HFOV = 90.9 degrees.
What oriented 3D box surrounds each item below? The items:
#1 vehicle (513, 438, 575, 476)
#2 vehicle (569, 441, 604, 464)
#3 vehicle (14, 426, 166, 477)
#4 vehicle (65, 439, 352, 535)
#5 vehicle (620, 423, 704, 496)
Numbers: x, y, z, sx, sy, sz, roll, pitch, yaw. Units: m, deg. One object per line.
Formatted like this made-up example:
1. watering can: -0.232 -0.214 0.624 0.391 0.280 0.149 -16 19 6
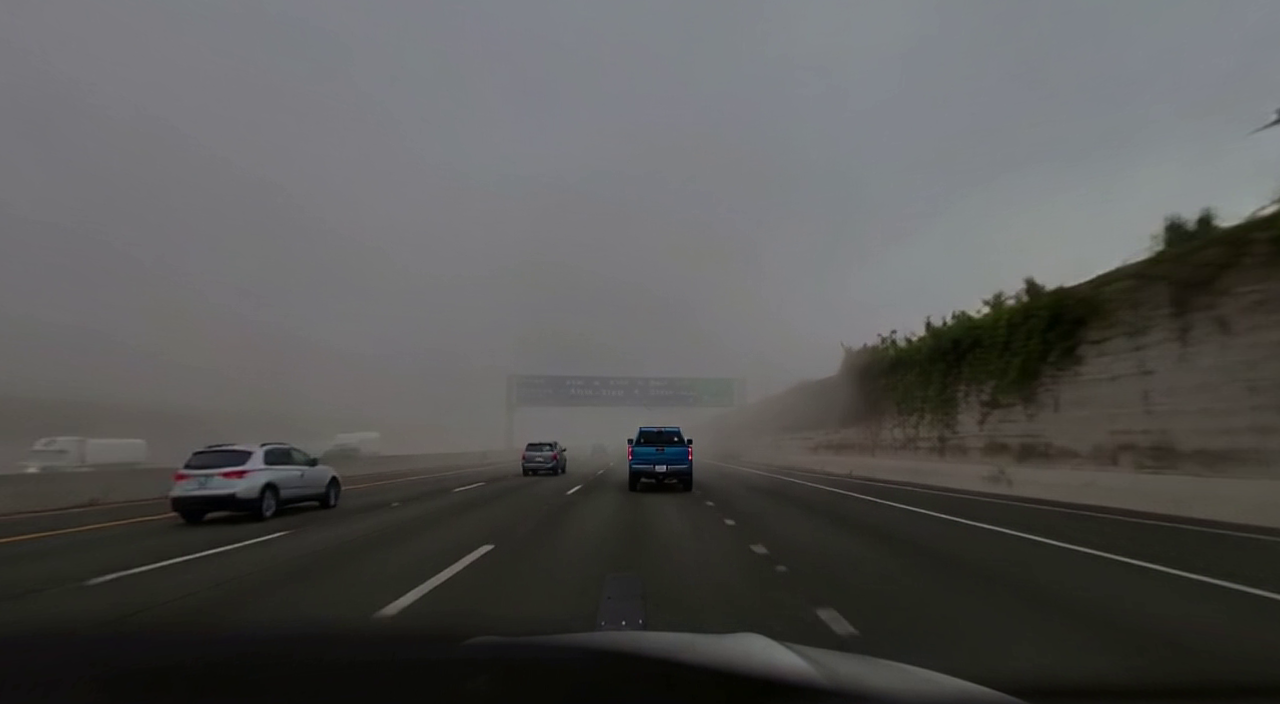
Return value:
1. vehicle: -4.250 4.749 28.737 1.961 1.591 4.756 0 -8 1
2. vehicle: -3.788 7.174 45.155 2.061 1.584 4.290 0 -8 1
3. vehicle: -34.270 6.234 39.788 2.699 2.920 7.178 -1 -8 4
4. vehicle: -7.756 2.436 12.137 2.081 1.463 4.749 0 -8 1
5. vehicle: 0.543 3.028 18.091 2.083 1.792 4.782 0 -8 0
